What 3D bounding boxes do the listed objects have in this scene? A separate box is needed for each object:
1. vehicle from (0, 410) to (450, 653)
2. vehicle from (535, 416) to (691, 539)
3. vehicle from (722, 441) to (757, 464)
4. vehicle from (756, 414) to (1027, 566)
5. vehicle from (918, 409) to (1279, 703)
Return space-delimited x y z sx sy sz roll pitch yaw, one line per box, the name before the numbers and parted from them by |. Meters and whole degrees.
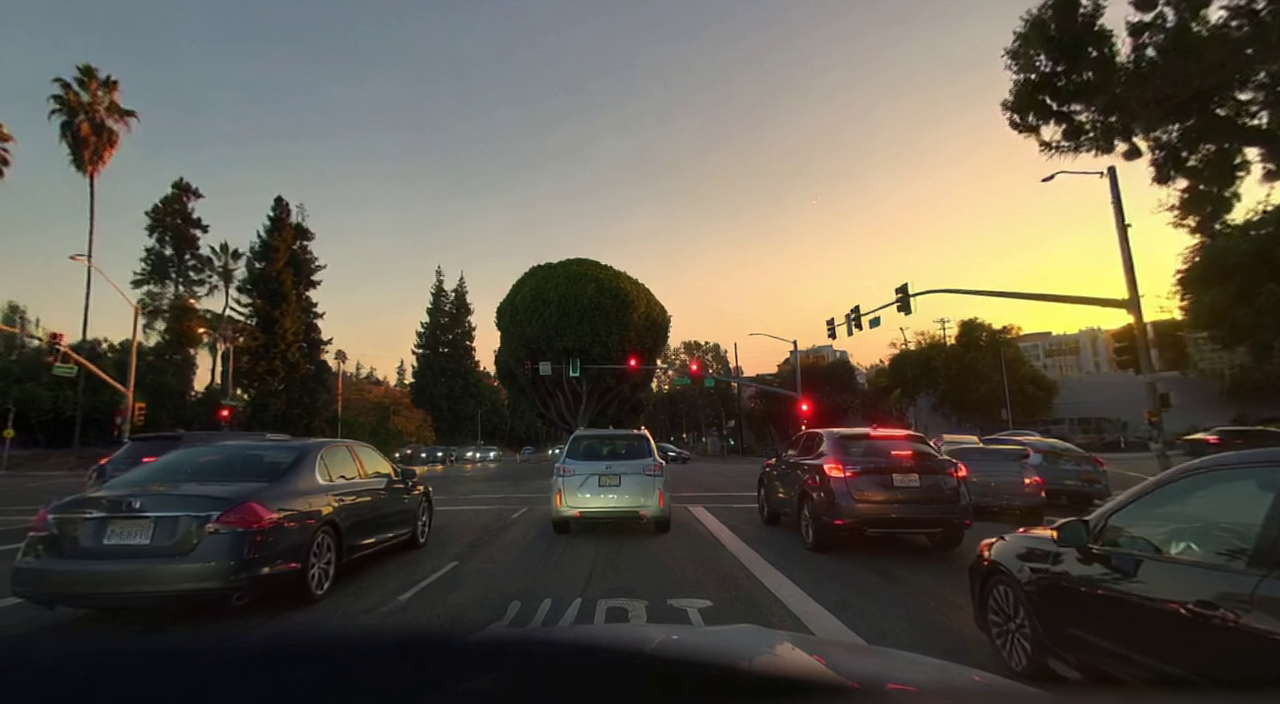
vehicle | -3.538 1.440 6.171 1.941 1.492 4.399 0 -8 1
vehicle | -0.405 2.088 11.059 2.215 1.749 3.976 0 -8 -1
vehicle | 7.638 7.753 48.775 1.986 1.701 4.380 0 -8 -1
vehicle | 3.294 1.899 9.487 2.097 1.707 4.461 0 -8 -2
vehicle | 3.257 1.025 2.846 1.960 1.460 4.233 0 -8 -2
